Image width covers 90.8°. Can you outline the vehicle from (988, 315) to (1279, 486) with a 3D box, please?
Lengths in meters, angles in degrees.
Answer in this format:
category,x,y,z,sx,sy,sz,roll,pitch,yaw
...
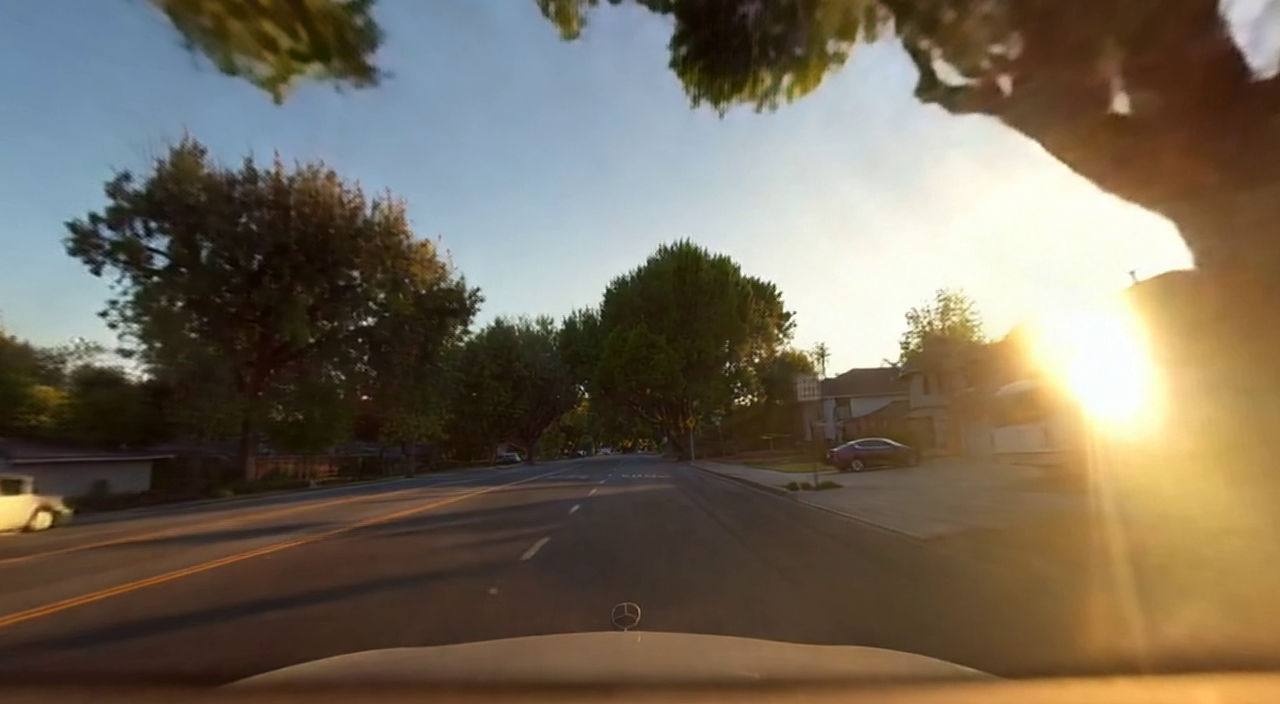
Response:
category,x,y,z,sx,sy,sz,roll,pitch,yaw
vehicle,17.547,1.472,18.697,12.151,4.157,3.709,-1,-15,-6
